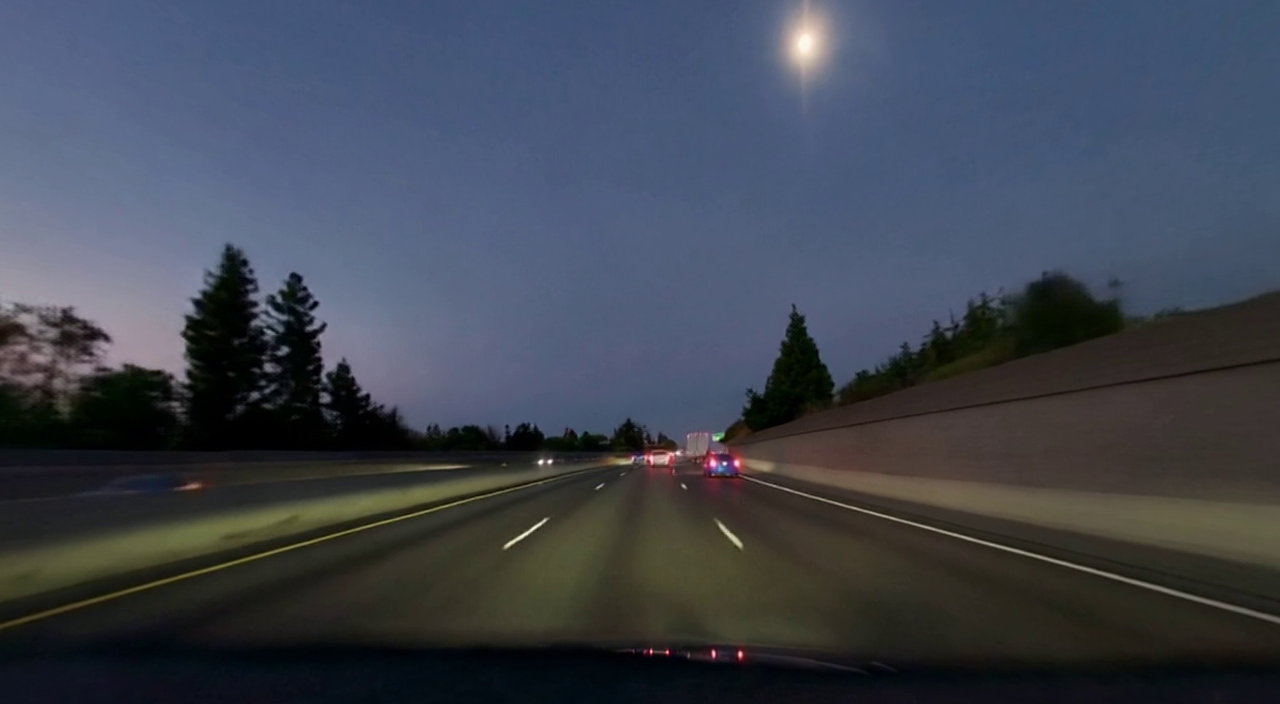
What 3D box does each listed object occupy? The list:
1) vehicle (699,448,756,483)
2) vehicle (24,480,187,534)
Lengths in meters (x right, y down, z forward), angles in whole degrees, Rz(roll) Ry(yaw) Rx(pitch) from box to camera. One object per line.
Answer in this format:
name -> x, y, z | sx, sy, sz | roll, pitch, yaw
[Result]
vehicle -> 4.122, 5.450, 30.432 | 2.175, 1.574, 3.943 | 0, -9, 0
vehicle -> -17.997, 5.201, 21.547 | 1.765, 1.456, 4.334 | 0, -9, 0
